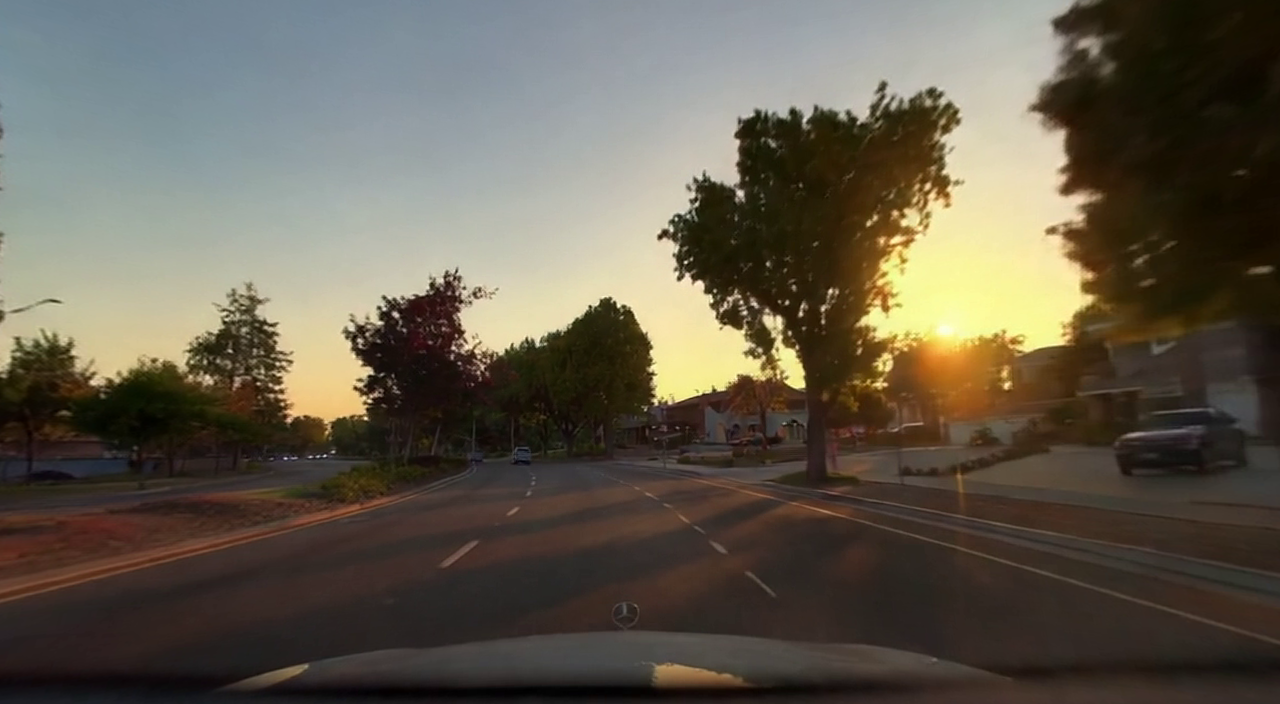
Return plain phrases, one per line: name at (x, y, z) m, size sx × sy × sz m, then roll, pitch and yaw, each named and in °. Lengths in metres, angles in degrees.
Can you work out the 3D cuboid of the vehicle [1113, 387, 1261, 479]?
vehicle at (13.351, 2.037, 15.298) m, size 2.110 × 1.863 × 4.977 m, roll -11°, pitch -14°, yaw 44°
